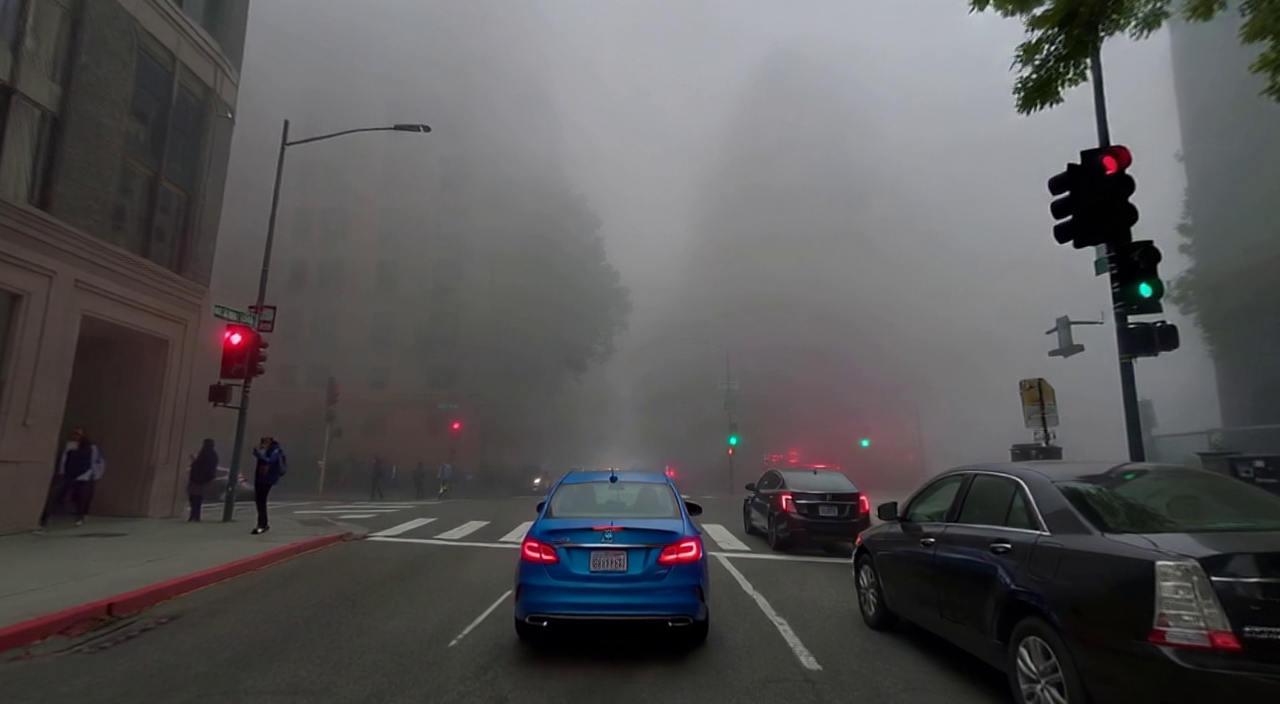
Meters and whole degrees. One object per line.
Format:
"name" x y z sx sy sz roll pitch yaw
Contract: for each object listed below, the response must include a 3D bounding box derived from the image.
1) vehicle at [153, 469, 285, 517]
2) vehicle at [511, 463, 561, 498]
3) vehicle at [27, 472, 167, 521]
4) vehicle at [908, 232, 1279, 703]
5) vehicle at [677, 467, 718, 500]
"vehicle" -19.776 6.630 29.748 4.750 2.083 2.002 -1 -9 3
"vehicle" -6.349 7.878 39.004 2.226 1.896 4.438 -1 -9 1
"vehicle" -25.487 6.769 29.734 4.588 2.048 2.110 0 -9 0
"vehicle" 3.215 0.550 1.281 2.632 1.979 6.096 0 -9 0
"vehicle" 3.467 8.036 38.835 1.908 1.741 4.066 0 -9 -3
